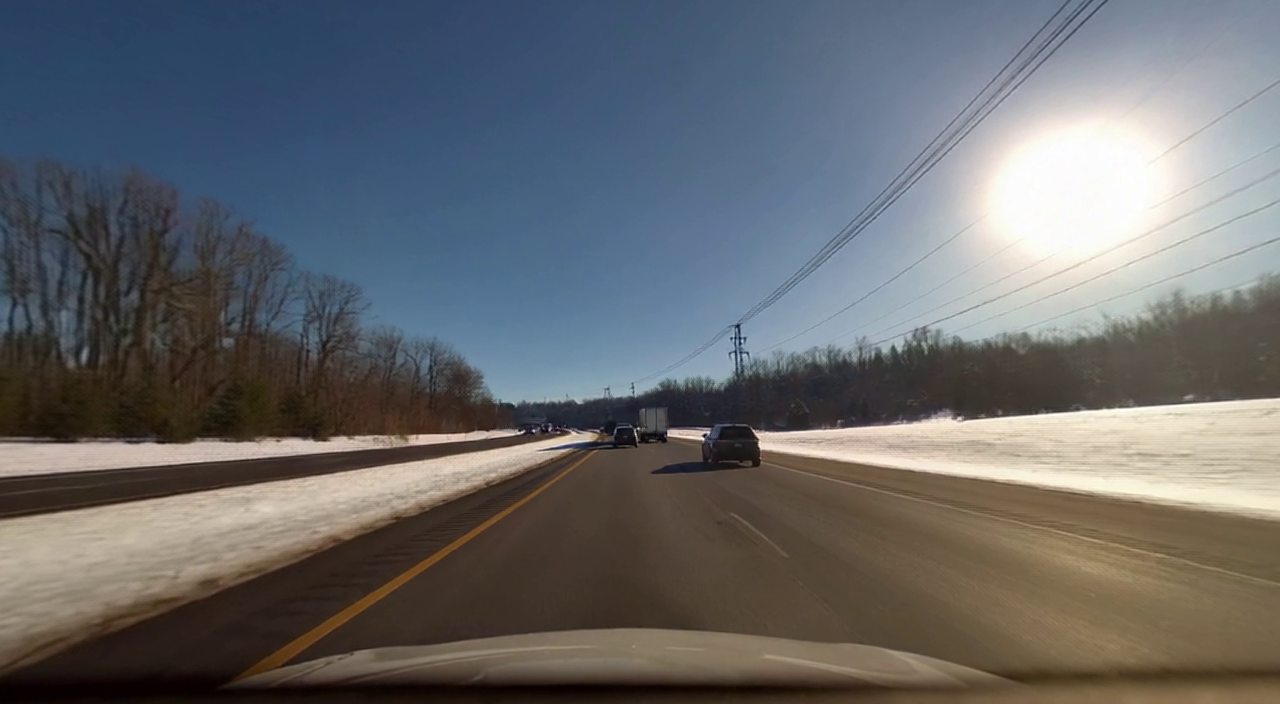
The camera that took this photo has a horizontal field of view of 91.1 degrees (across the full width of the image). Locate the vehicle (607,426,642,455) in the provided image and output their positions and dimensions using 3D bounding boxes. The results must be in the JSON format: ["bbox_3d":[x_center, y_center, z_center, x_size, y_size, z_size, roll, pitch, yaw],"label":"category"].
[{"bbox_3d":[-0.915,5.310,37.680,2.019,1.642,3.790,0,-8,-1],"label":"vehicle"}]

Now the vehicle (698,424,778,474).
[{"bbox_3d":[3.333,3.388,22.122,2.062,1.581,3.914,0,-8,-2],"label":"vehicle"}]
